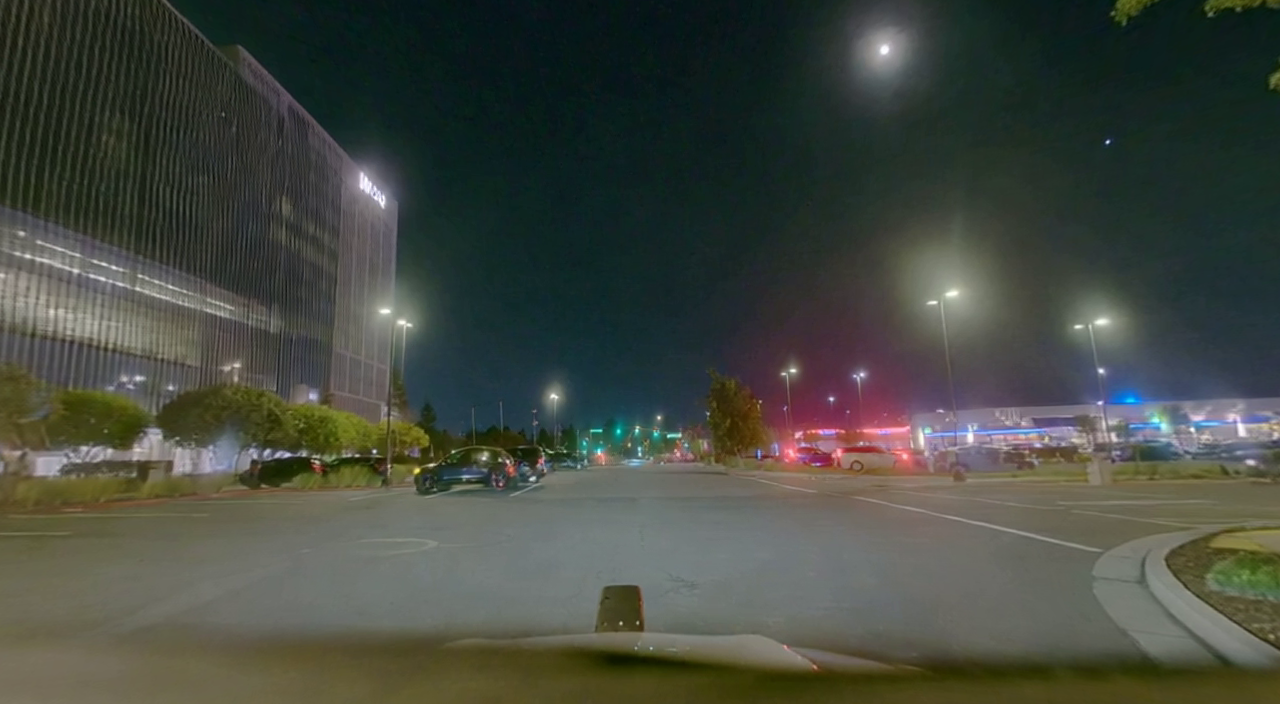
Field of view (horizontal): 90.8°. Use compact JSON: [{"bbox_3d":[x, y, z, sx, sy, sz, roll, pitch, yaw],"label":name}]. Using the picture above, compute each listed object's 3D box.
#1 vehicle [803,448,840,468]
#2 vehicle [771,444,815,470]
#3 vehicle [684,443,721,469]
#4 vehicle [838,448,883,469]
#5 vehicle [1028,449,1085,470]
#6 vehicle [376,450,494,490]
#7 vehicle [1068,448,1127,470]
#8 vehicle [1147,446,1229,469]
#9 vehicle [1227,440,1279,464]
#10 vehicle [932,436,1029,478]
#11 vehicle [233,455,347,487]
[{"bbox_3d":[14.213,8.303,49.644,1.935,1.477,3.719,0,-9,3],"label":"vehicle"},{"bbox_3d":[10.519,7.208,43.713,1.936,1.673,4.305,0,-8,0],"label":"vehicle"},{"bbox_3d":[4.589,7.743,47.277,2.262,1.794,5.331,0,-8,1],"label":"vehicle"},{"bbox_3d":[17.050,8.226,49.063,1.971,1.478,4.477,0,-8,1],"label":"vehicle"},{"bbox_3d":[28.301,7.291,43.008,1.495,1.371,3.336,-1,-9,-1],"label":"vehicle"},{"bbox_3d":[-8.701,4.967,26.903,4.442,1.504,1.809,4,-10,-28],"label":"vehicle"},{"bbox_3d":[31.297,7.313,43.274,1.519,1.371,3.278,0,-8,-1],"label":"vehicle"},{"bbox_3d":[37.017,7.119,42.788,1.678,1.423,4.191,0,-8,-2],"label":"vehicle"},{"bbox_3d":[43.059,6.809,43.084,1.758,1.572,4.421,0,-8,1],"label":"vehicle"},{"bbox_3d":[16.475,5.094,30.927,2.048,1.852,4.998,0,-9,1],"label":"vehicle"},{"bbox_3d":[-16.750,5.692,30.358,4.331,1.437,1.876,0,-8,3],"label":"vehicle"}]
